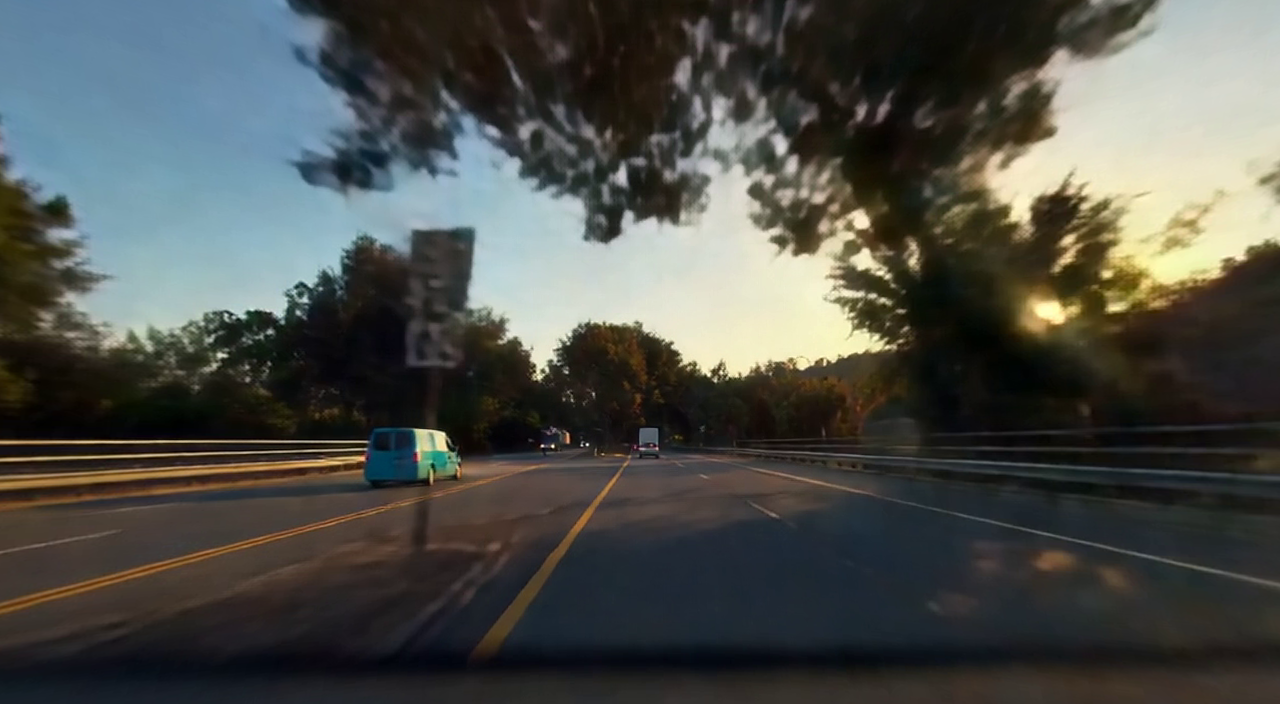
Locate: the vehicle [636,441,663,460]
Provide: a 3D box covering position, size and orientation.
[{"bbox_3d":[0.734,7.709,49.343,2.061,1.469,3.782,0,-8,1],"label":"vehicle"}]

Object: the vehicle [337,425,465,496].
[{"bbox_3d":[-7.087,3.256,19.239,2.068,1.897,4.372,0,-8,1],"label":"vehicle"}]
